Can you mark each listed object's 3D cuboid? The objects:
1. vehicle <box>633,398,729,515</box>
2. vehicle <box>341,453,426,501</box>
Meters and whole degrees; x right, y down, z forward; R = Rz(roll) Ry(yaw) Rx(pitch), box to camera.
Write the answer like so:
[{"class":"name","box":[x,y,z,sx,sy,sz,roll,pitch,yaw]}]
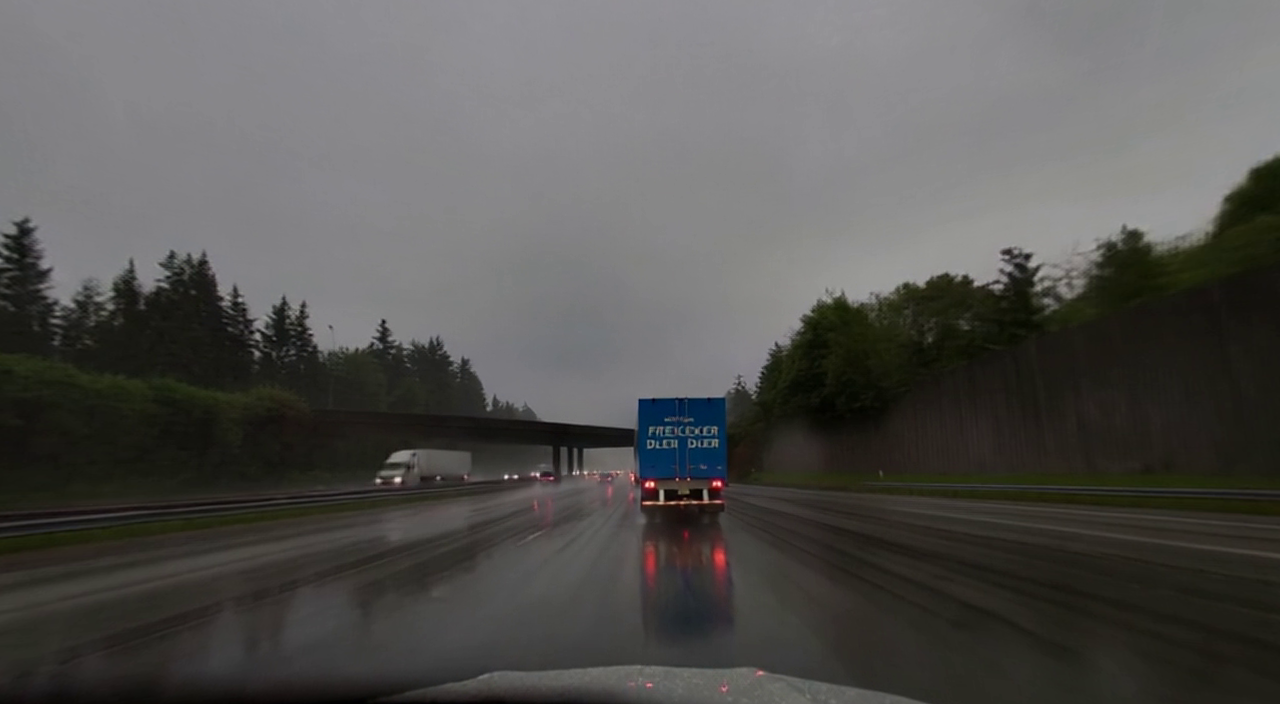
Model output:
[{"class":"vehicle","box":[1.318,4.323,25.671,2.980,3.834,9.423,1,-11,-1]},{"class":"vehicle","box":[-16.749,8.230,41.726,2.628,2.850,6.822,0,-11,1]}]
